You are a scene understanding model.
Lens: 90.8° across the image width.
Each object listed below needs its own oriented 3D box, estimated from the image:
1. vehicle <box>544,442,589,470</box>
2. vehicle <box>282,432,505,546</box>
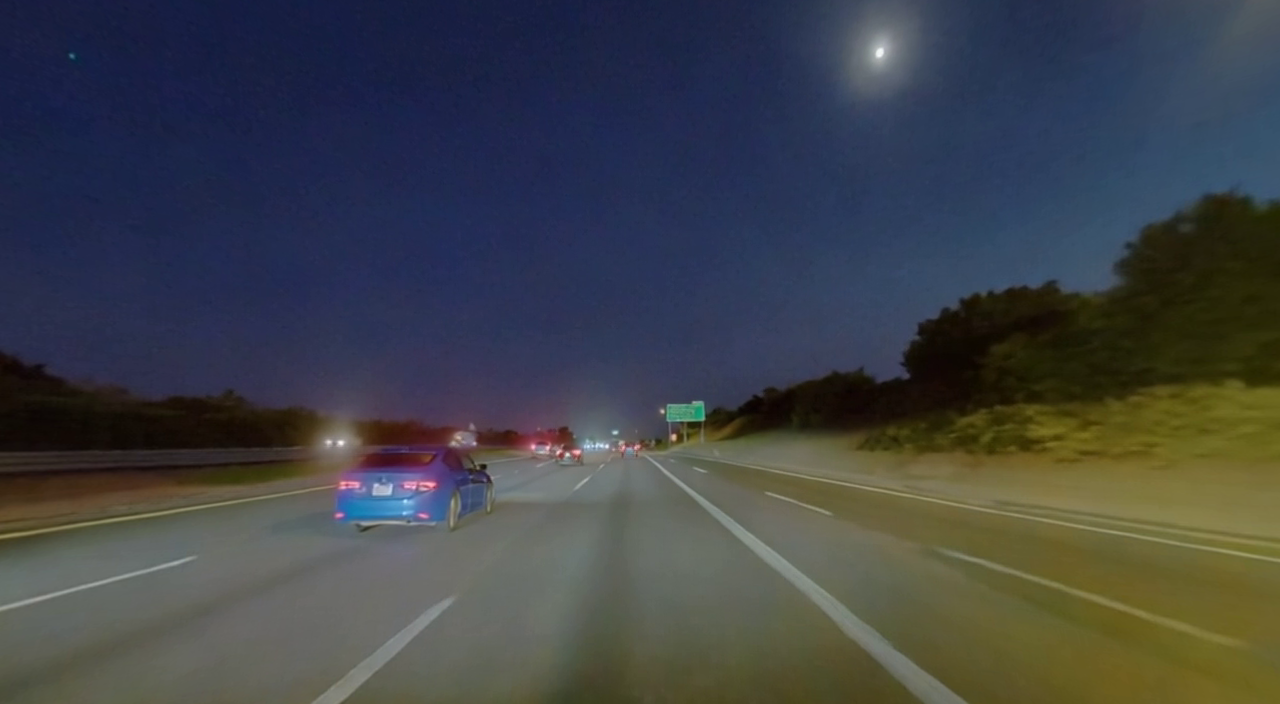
[{"bbox_3d":[-4.098,5.885,35.918,2.068,1.501,4.395,0,-9,-1],"label":"vehicle"},{"bbox_3d":[-3.785,2.167,10.723,2.025,1.506,4.429,0,-9,-1],"label":"vehicle"}]
